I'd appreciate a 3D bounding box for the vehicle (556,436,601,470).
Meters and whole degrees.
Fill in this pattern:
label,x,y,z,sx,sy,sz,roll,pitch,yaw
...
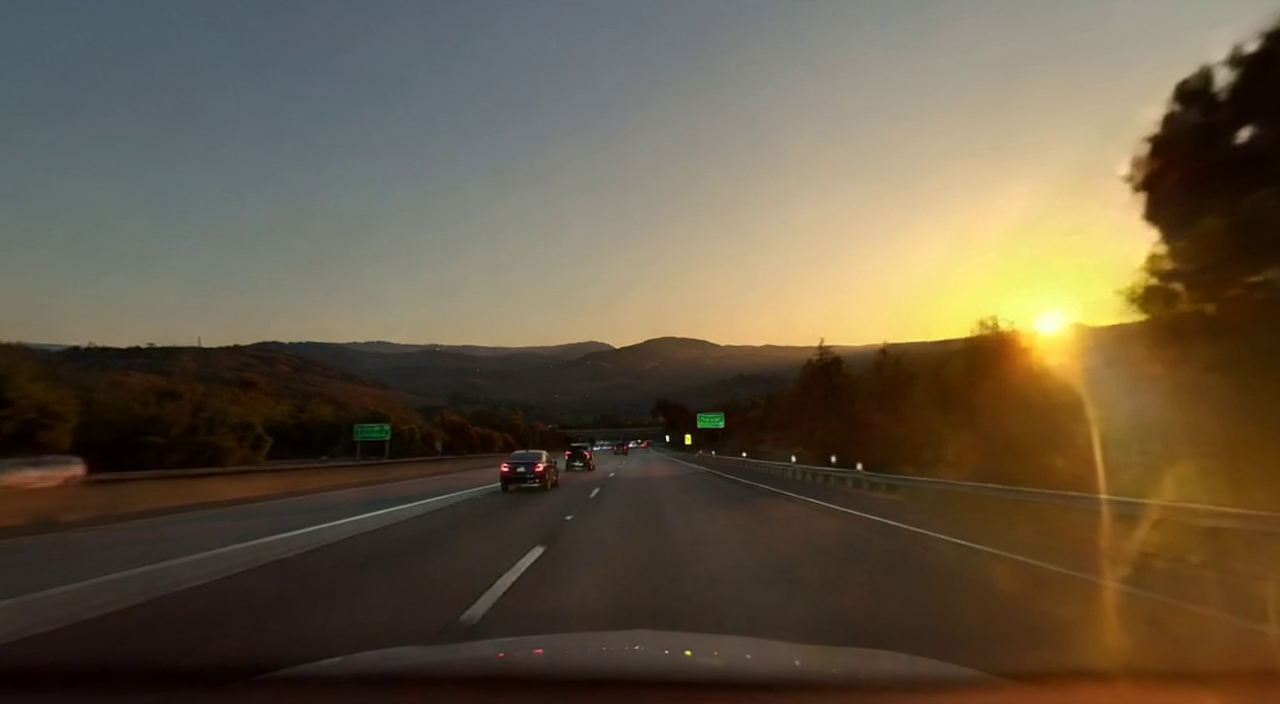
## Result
label,x,y,z,sx,sy,sz,roll,pitch,yaw
vehicle,-3.630,6.065,37.920,2.177,1.852,4.427,-1,-9,1

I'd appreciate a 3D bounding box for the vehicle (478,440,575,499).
label,x,y,z,sx,sy,sz,roll,pitch,yaw
vehicle,-3.249,3.487,19.048,2.044,1.527,4.607,-1,-9,1
